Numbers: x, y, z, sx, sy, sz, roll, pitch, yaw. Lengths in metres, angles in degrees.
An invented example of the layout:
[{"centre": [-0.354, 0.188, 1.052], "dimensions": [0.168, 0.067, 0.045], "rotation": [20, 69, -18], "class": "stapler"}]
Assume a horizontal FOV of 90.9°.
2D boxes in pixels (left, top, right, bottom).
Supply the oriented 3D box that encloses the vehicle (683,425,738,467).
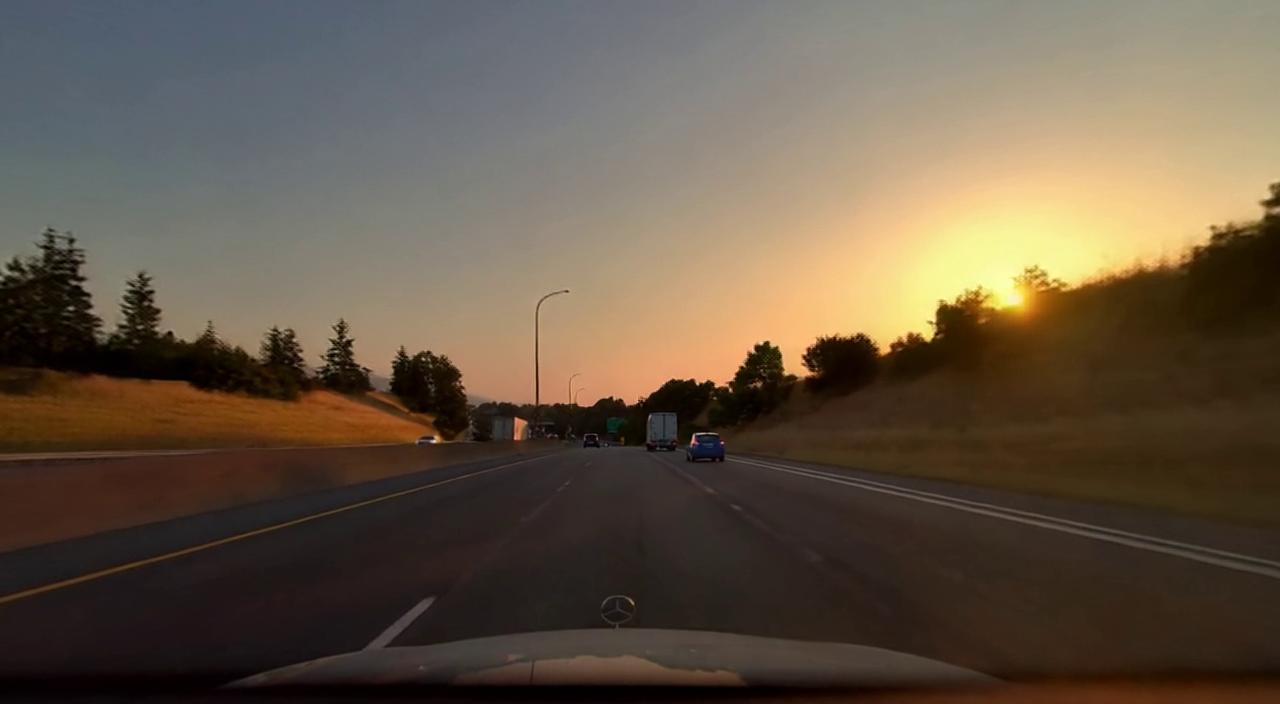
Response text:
[{"centre": [3.406, 4.631, 31.235], "dimensions": [2.076, 1.914, 4.287], "rotation": [0, -8, -2], "class": "vehicle"}]
